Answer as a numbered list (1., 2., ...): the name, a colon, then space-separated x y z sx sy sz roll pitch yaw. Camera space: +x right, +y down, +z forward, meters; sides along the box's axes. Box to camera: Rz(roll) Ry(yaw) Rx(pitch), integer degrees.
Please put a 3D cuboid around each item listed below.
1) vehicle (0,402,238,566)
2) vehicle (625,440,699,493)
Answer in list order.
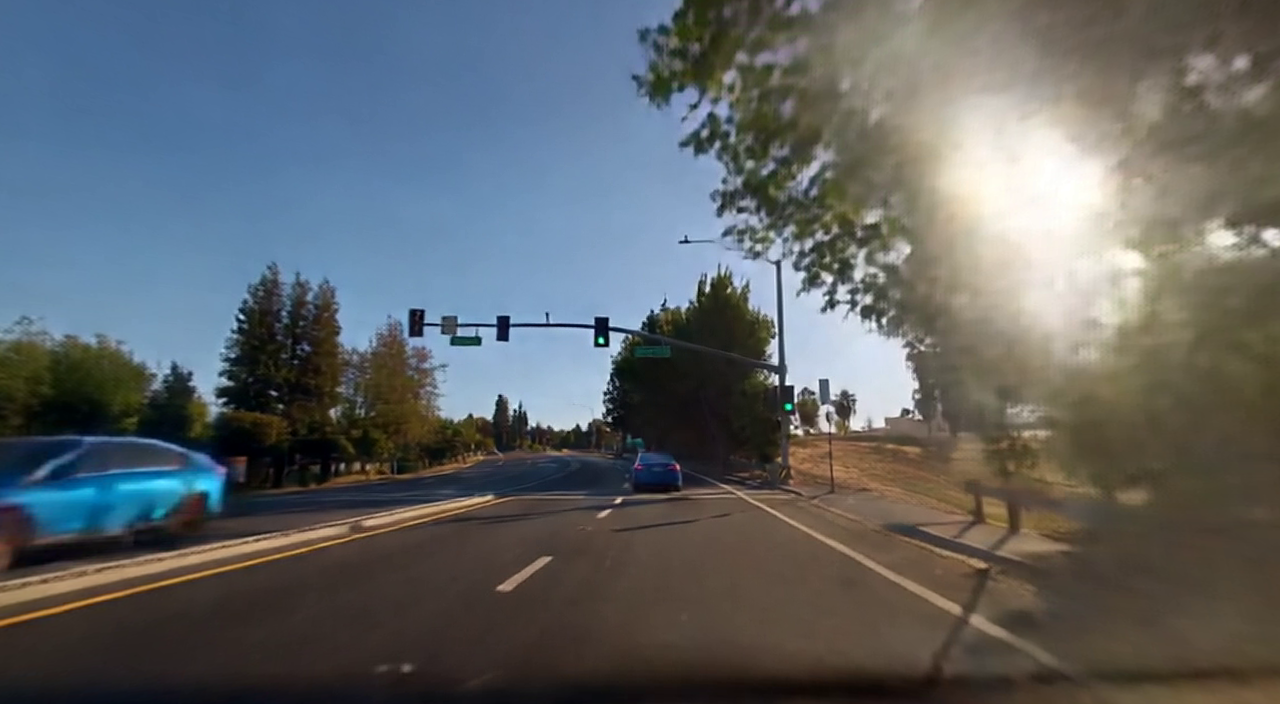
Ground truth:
1. vehicle: -8.553 1.736 8.659 2.150 1.927 5.209 -1 -8 7
2. vehicle: 0.604 3.629 20.414 2.148 1.521 4.089 0 -8 -1
